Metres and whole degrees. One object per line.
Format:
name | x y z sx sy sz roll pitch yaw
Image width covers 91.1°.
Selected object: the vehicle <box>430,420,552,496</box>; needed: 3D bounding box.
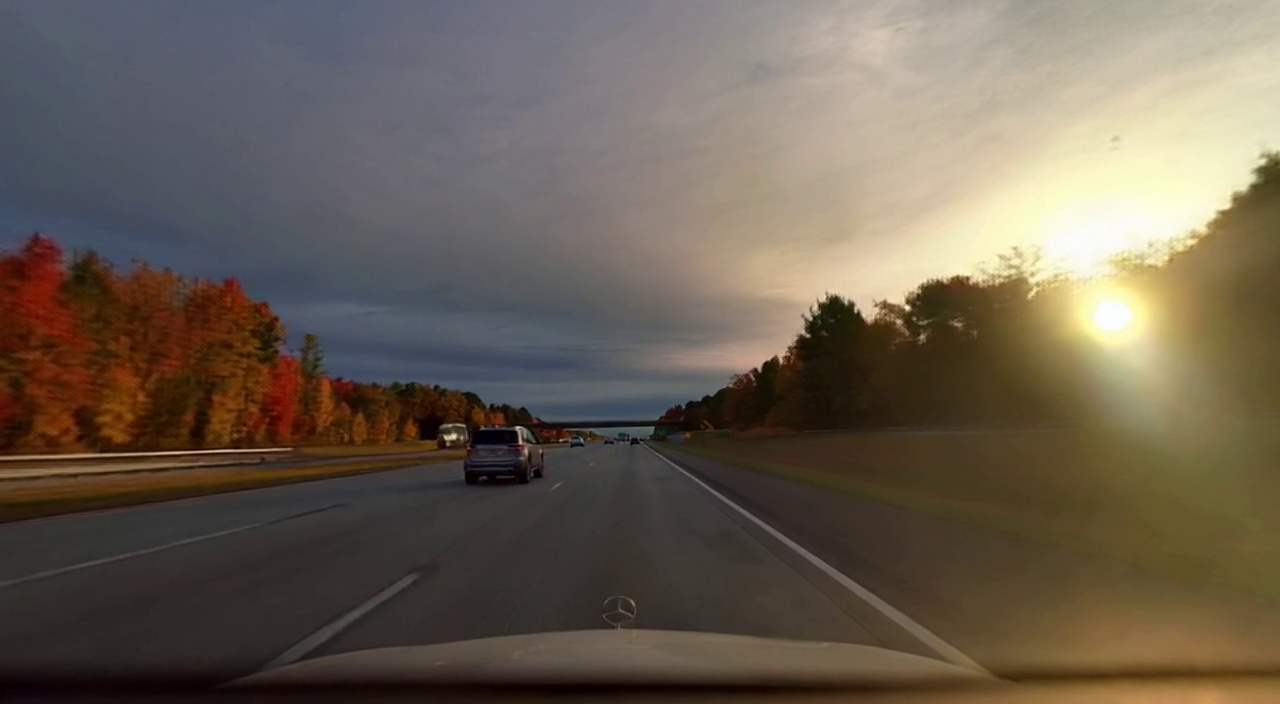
vehicle | -3.630 2.653 16.266 2.057 1.666 4.552 0 -8 0
